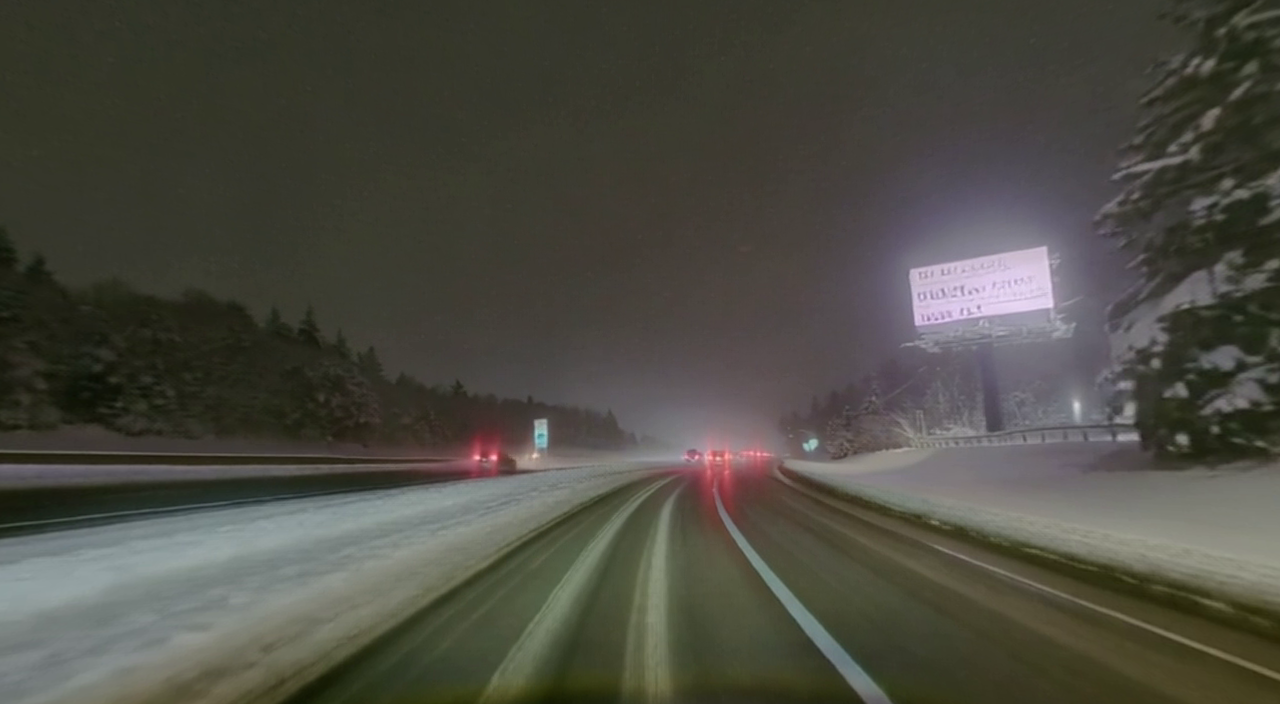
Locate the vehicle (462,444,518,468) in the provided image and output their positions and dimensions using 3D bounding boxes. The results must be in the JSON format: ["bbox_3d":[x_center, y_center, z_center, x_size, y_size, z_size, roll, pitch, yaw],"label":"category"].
[{"bbox_3d":[-11.304,7.871,47.674,2.145,1.717,4.448,-2,-9,16],"label":"vehicle"}]
